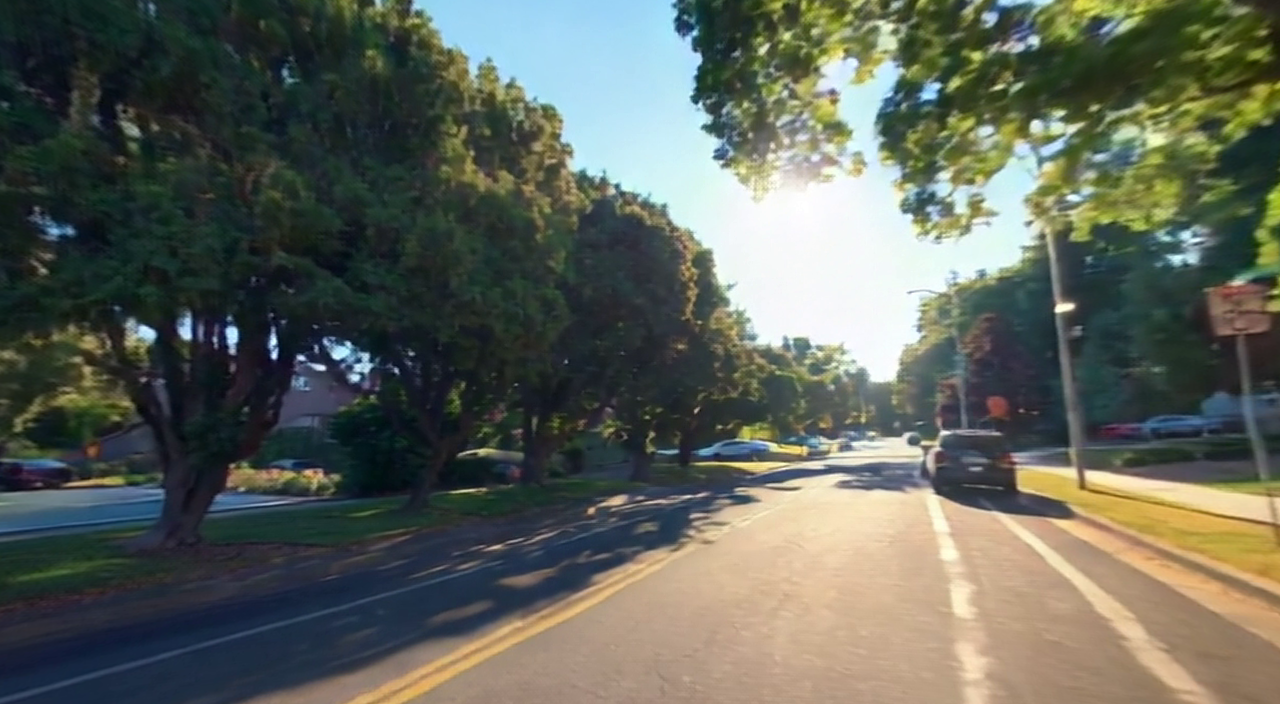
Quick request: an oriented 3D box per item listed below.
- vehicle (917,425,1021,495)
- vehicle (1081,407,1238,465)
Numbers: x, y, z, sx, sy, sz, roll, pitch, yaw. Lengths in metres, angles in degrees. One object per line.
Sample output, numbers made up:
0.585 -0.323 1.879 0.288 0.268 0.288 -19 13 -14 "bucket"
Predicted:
9.445 3.102 18.512 2.204 1.776 4.262 -4 -9 22 "vehicle"
19.617 3.178 23.962 4.390 1.696 1.954 -4 -8 -9 "vehicle"
